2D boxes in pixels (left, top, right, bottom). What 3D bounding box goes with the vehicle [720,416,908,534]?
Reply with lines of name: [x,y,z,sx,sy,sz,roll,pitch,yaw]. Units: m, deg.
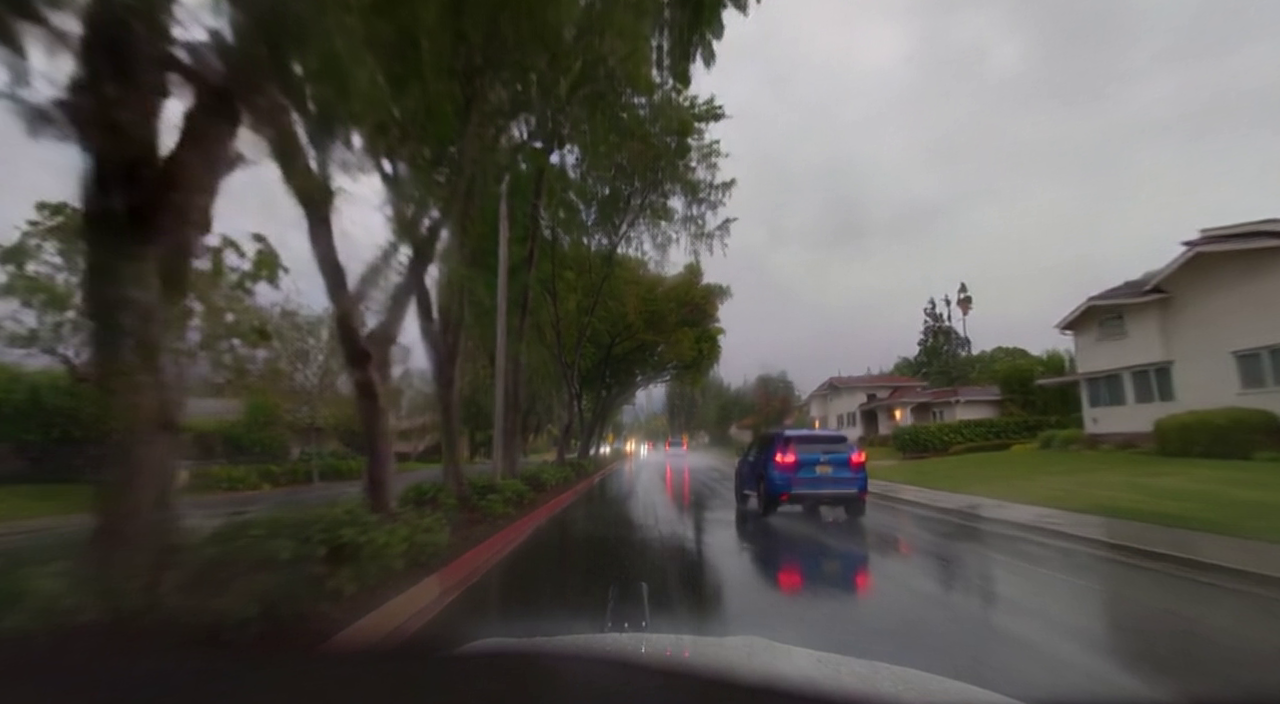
vehicle: [2.943,2.208,11.945,2.180,1.773,4.639,0,-8,-1]
